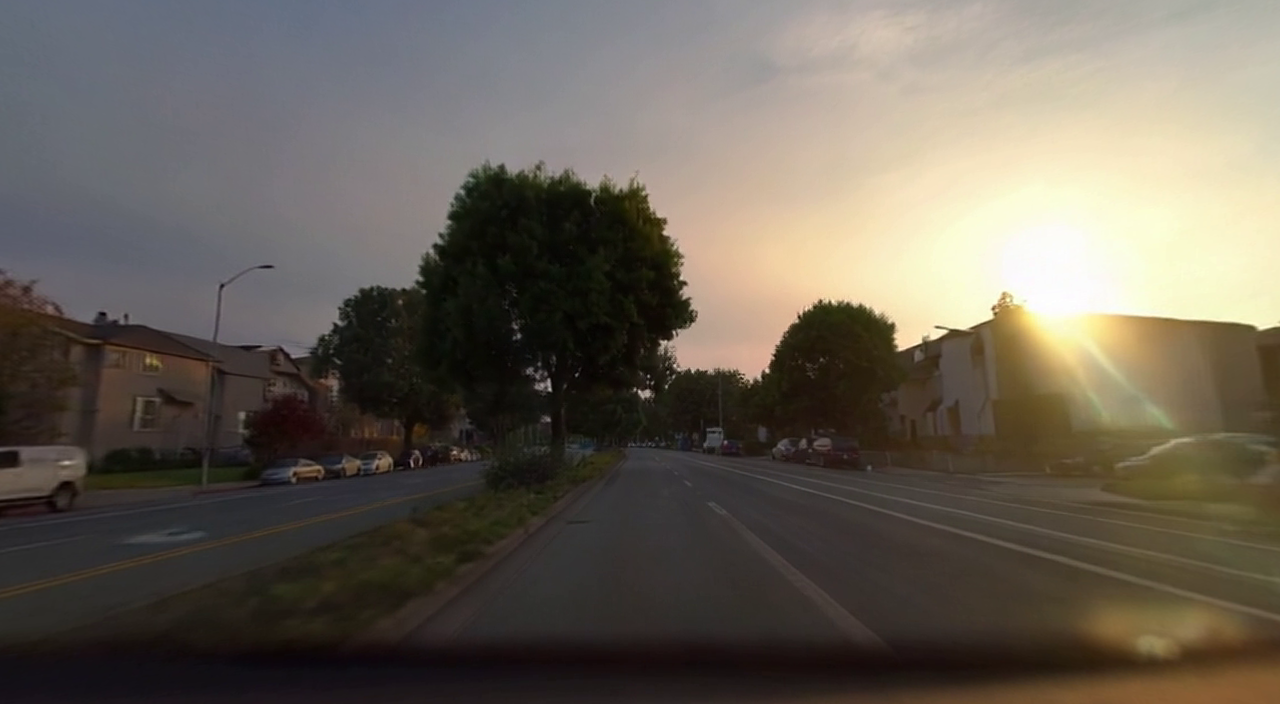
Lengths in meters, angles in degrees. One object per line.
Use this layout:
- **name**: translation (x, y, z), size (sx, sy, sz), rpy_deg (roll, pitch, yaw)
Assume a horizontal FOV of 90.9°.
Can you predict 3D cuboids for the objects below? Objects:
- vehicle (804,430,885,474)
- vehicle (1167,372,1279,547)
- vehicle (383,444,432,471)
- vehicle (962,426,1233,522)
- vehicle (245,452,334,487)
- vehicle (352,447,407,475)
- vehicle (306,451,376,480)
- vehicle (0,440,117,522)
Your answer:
- **vehicle**: translation (9.995, 4.949, 31.303), size (2.091, 1.962, 5.091), rpy_deg (1, -9, -2)
- **vehicle**: translation (9.732, 1.284, 7.413), size (2.152, 2.333, 5.515), rpy_deg (0, -8, -1)
- **vehicle**: translation (-17.519, 7.946, 47.740), size (2.099, 1.917, 4.720), rpy_deg (0, -8, -3)
- **vehicle**: translation (9.847, 2.660, 14.383), size (2.159, 1.734, 5.384), rpy_deg (0, -9, 0)
- **vehicle**: translation (-17.020, 5.706, 30.884), size (1.891, 1.474, 4.437), rpy_deg (-1, -8, -2)
- **vehicle**: translation (-17.163, 7.188, 41.830), size (1.859, 1.694, 4.638), rpy_deg (-1, -8, -3)
- **vehicle**: translation (-16.996, 6.456, 36.081), size (1.807, 1.466, 4.693), rpy_deg (-1, -8, -2)
- **vehicle**: translation (-17.107, 3.453, 17.015), size (2.046, 1.945, 4.688), rpy_deg (-1, -7, -2)
